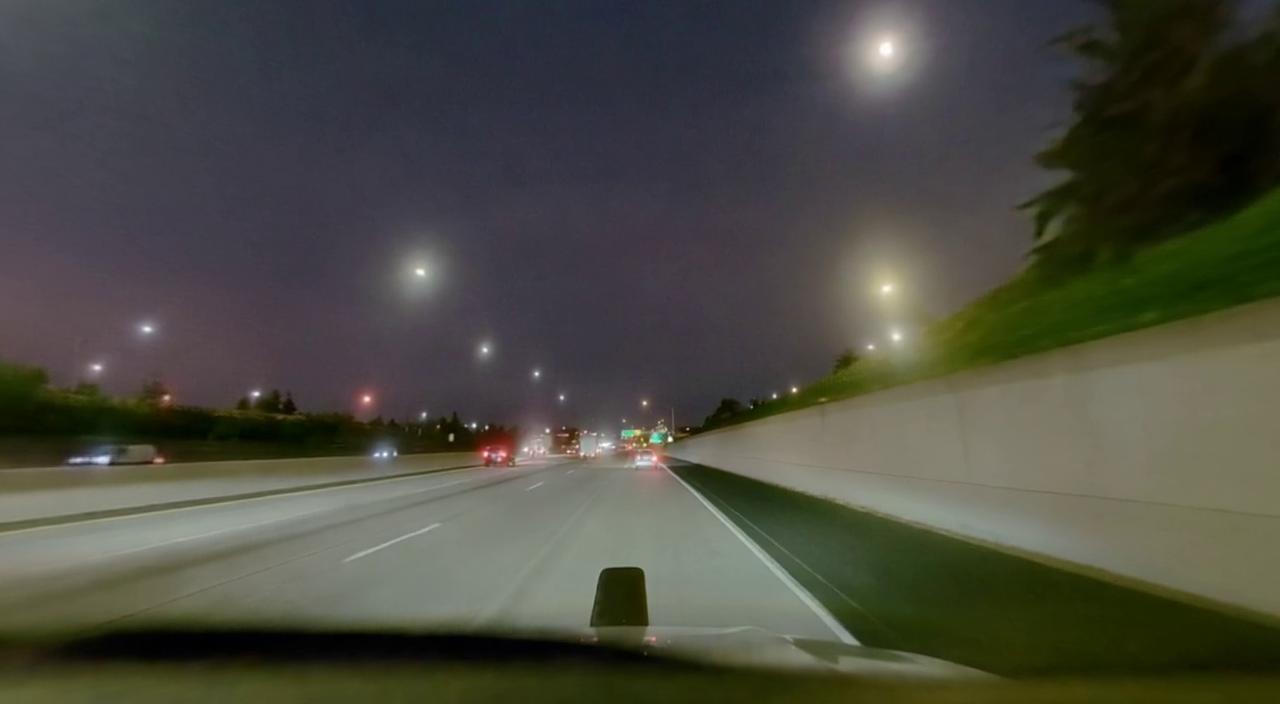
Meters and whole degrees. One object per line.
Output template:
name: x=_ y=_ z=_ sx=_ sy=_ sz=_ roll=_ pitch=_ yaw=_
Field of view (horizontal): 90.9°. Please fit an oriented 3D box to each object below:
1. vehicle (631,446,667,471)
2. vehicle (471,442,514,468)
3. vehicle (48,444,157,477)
vehicle: x=0.563 y=6.577 z=39.256 sx=2.137 sy=1.461 sz=3.999 roll=0 pitch=-8 yaw=0
vehicle: x=-9.851 y=6.901 z=42.421 sx=1.954 sy=1.605 sz=4.023 roll=0 pitch=-8 yaw=-1
vehicle: x=-34.149 y=6.876 z=40.351 sx=2.186 sy=1.879 sz=5.891 roll=1 pitch=-8 yaw=-6
